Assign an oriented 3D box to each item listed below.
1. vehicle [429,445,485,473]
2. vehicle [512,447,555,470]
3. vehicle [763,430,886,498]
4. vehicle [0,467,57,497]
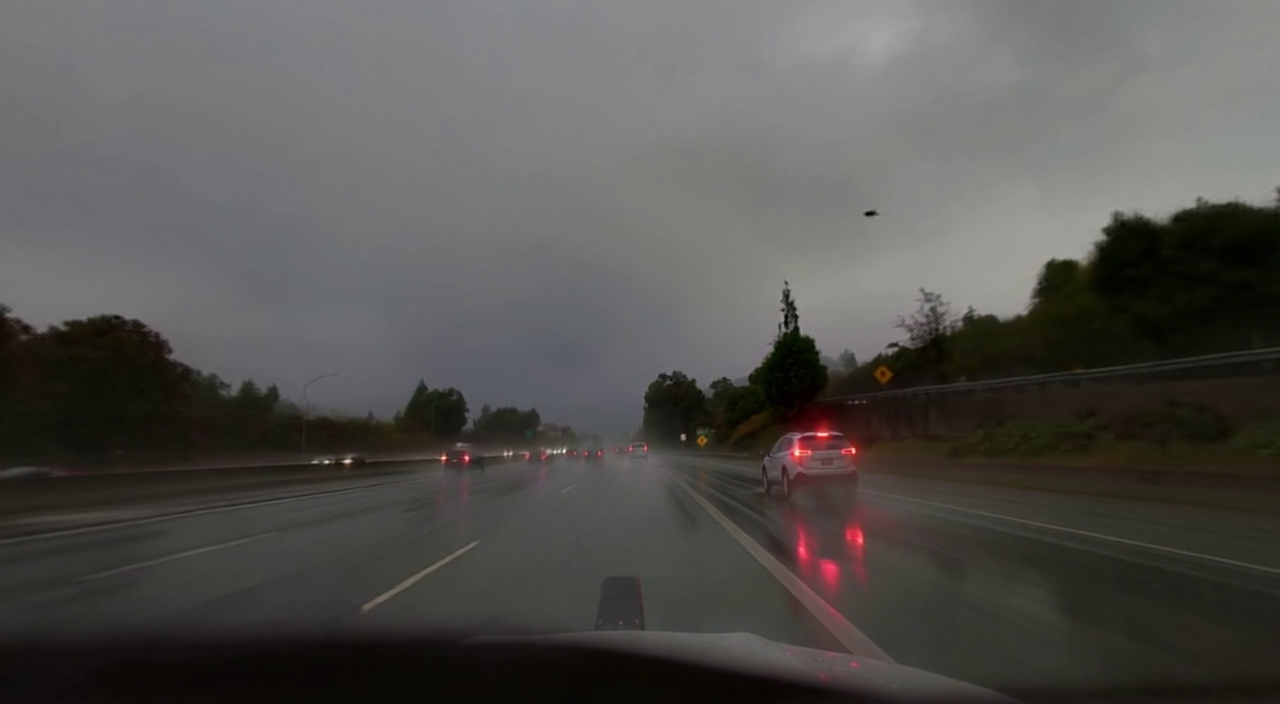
[{"bbox_3d":[-11.478,6.714,39.807,2.107,1.628,4.446,0,-9,0],"label":"vehicle"},{"bbox_3d":[-7.382,7.430,44.106,2.071,1.486,4.703,0,-9,1],"label":"vehicle"},{"bbox_3d":[5.458,3.396,19.479,2.259,1.816,4.862,0,-9,-1],"label":"vehicle"},{"bbox_3d":[-35.229,7.207,35.025,1.766,1.465,4.019,0,-9,-1],"label":"vehicle"}]
